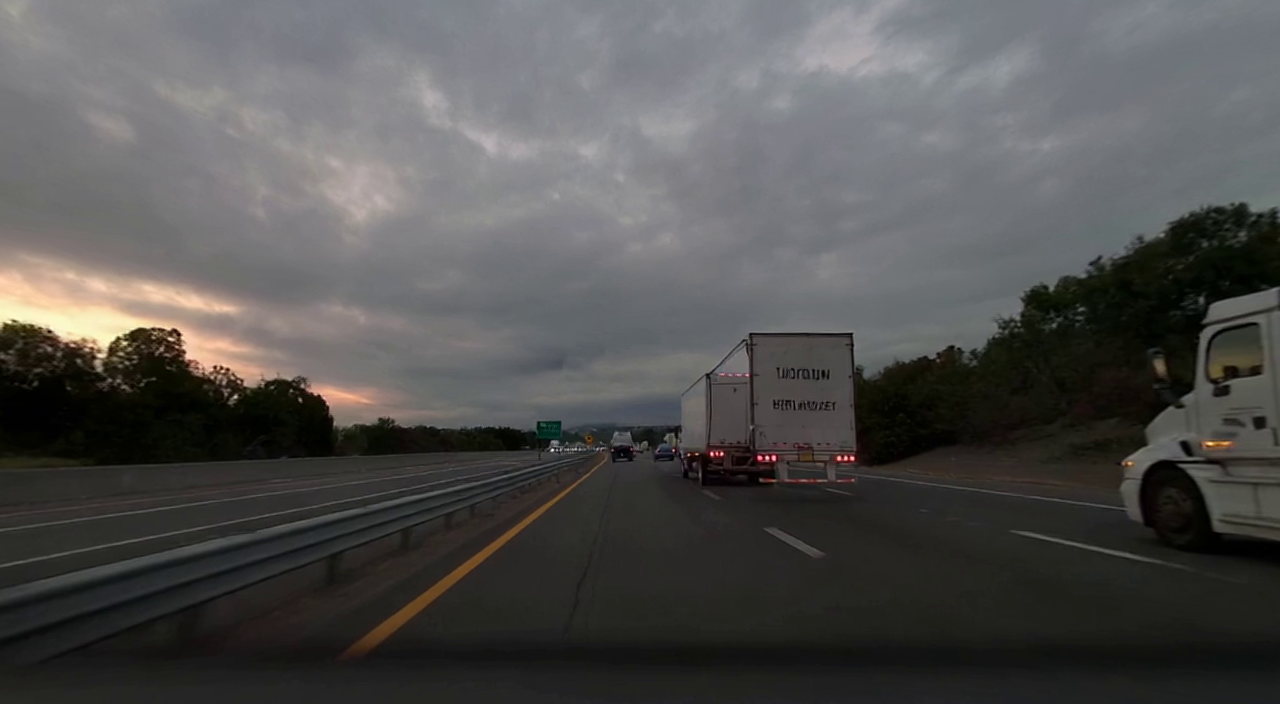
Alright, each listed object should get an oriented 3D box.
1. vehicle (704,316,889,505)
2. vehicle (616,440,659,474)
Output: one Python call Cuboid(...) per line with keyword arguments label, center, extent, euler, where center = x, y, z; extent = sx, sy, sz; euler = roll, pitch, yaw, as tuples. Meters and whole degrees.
Cuboid(label="vehicle", center=(3.779, 1.868, 17.776), extent=(2.816, 4.086, 8.486), euler=(0, -9, -1))
Cuboid(label="vehicle", center=(-0.055, 5.509, 33.060), extent=(2.127, 1.642, 3.899), euler=(-1, -9, 2))
